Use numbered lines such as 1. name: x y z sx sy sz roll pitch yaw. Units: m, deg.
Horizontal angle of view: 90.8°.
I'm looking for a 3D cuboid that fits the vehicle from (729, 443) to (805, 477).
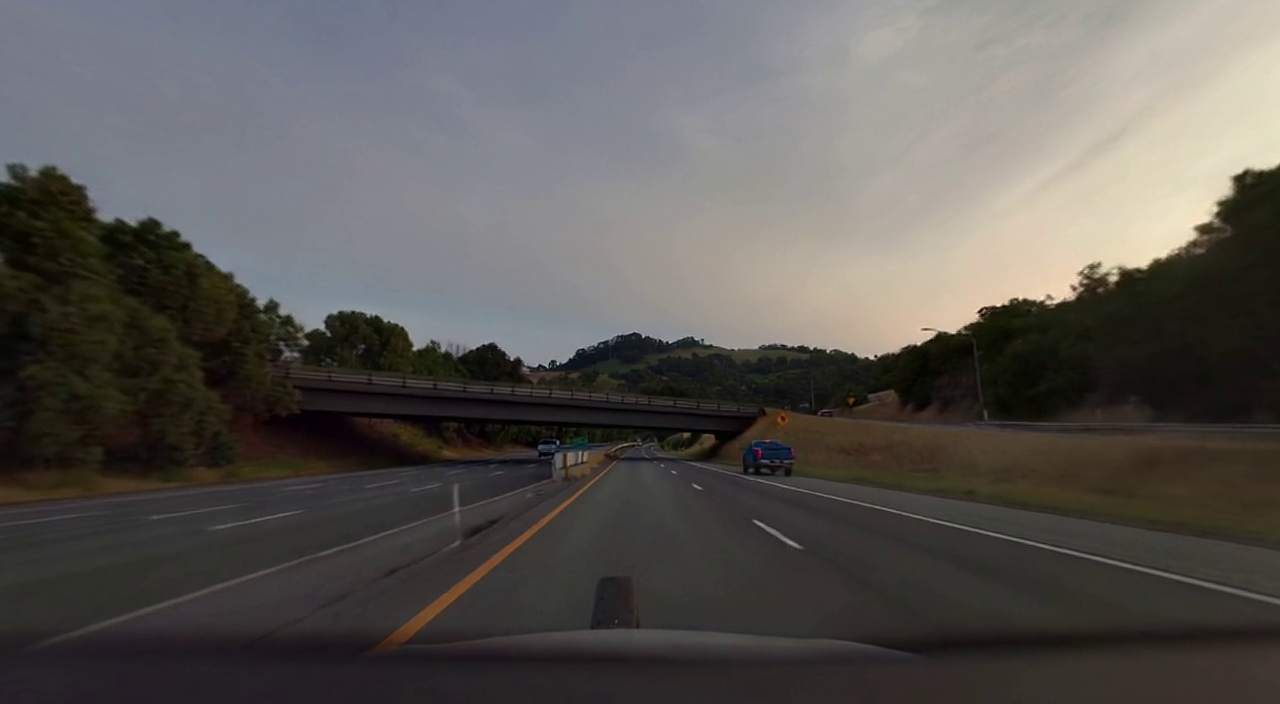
1. vehicle: 6.828 5.914 34.963 2.406 1.702 6.765 1 -9 -4
